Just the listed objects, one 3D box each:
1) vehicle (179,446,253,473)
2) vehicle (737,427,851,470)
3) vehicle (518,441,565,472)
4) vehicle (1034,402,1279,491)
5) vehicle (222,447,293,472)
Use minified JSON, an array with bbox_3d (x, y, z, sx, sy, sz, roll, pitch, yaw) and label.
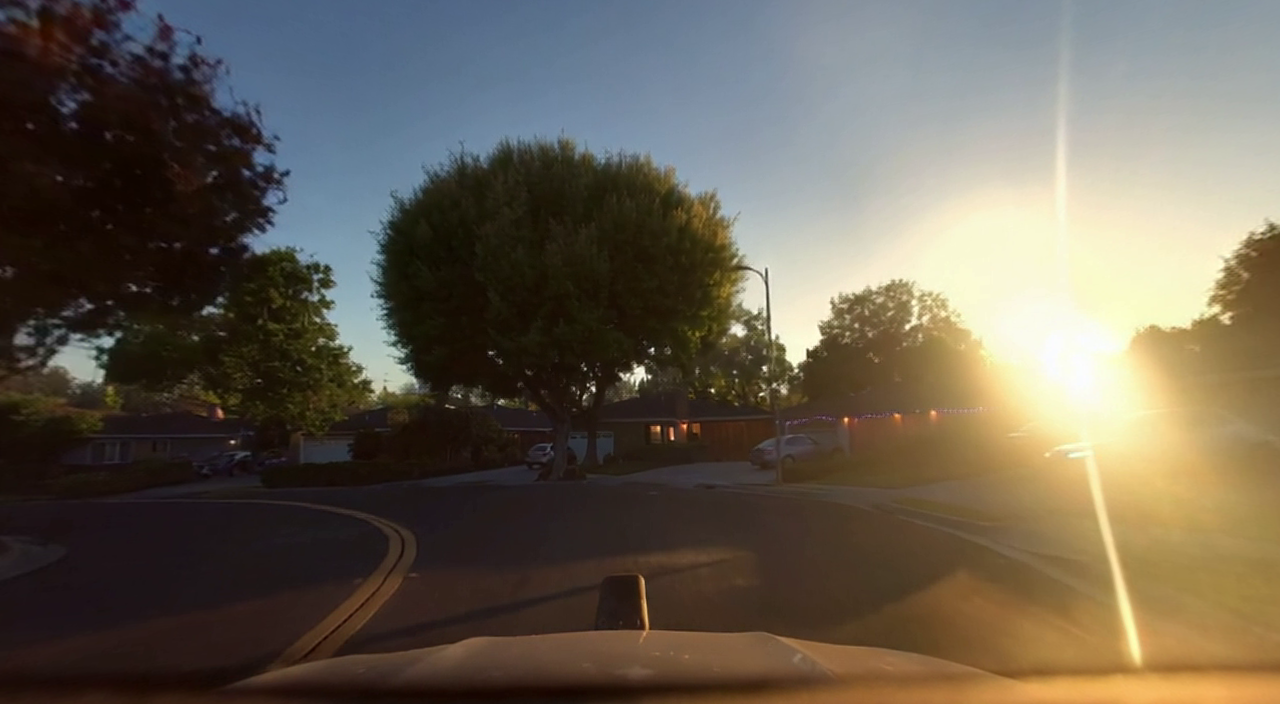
[{"bbox_3d":[-27.194,6.898,40.712,2.042,1.633,4.132,0,-9,-3],"label":"vehicle"},{"bbox_3d":[7.018,4.347,28.622,4.799,1.451,2.144,0,-7,-32],"label":"vehicle"},{"bbox_3d":[-5.443,5.786,35.374,1.819,1.442,4.329,-1,-6,2],"label":"vehicle"},{"bbox_3d":[11.793,2.127,14.296,4.327,1.573,1.967,-4,-9,0],"label":"vehicle"},{"bbox_3d":[-24.546,6.895,40.747,1.933,1.477,4.361,0,-9,-1],"label":"vehicle"}]
